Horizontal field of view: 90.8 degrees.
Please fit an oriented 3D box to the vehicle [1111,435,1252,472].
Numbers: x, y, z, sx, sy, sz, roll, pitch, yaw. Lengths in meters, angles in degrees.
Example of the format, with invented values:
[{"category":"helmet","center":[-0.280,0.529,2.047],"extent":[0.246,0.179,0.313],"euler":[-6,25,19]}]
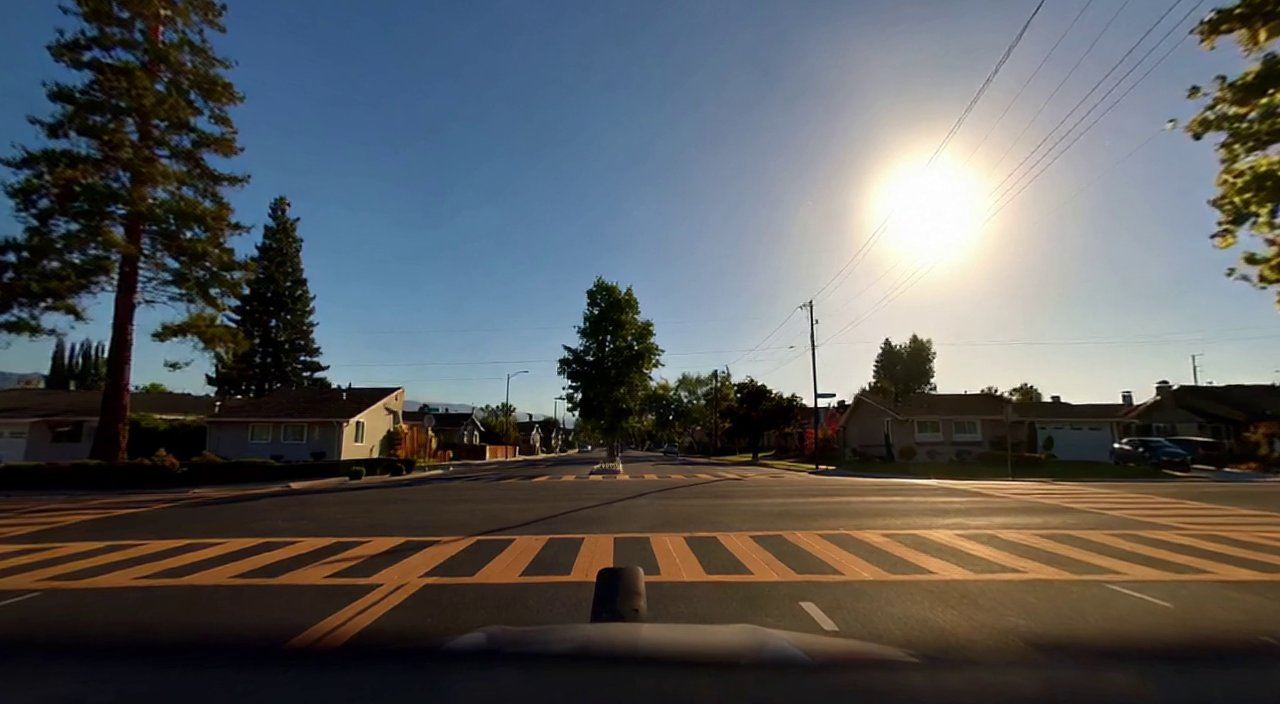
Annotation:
[{"category":"vehicle","center":[26.323,4.963,31.055],"extent":[2.152,1.606,5.402],"euler":[0,-9,0]}]
